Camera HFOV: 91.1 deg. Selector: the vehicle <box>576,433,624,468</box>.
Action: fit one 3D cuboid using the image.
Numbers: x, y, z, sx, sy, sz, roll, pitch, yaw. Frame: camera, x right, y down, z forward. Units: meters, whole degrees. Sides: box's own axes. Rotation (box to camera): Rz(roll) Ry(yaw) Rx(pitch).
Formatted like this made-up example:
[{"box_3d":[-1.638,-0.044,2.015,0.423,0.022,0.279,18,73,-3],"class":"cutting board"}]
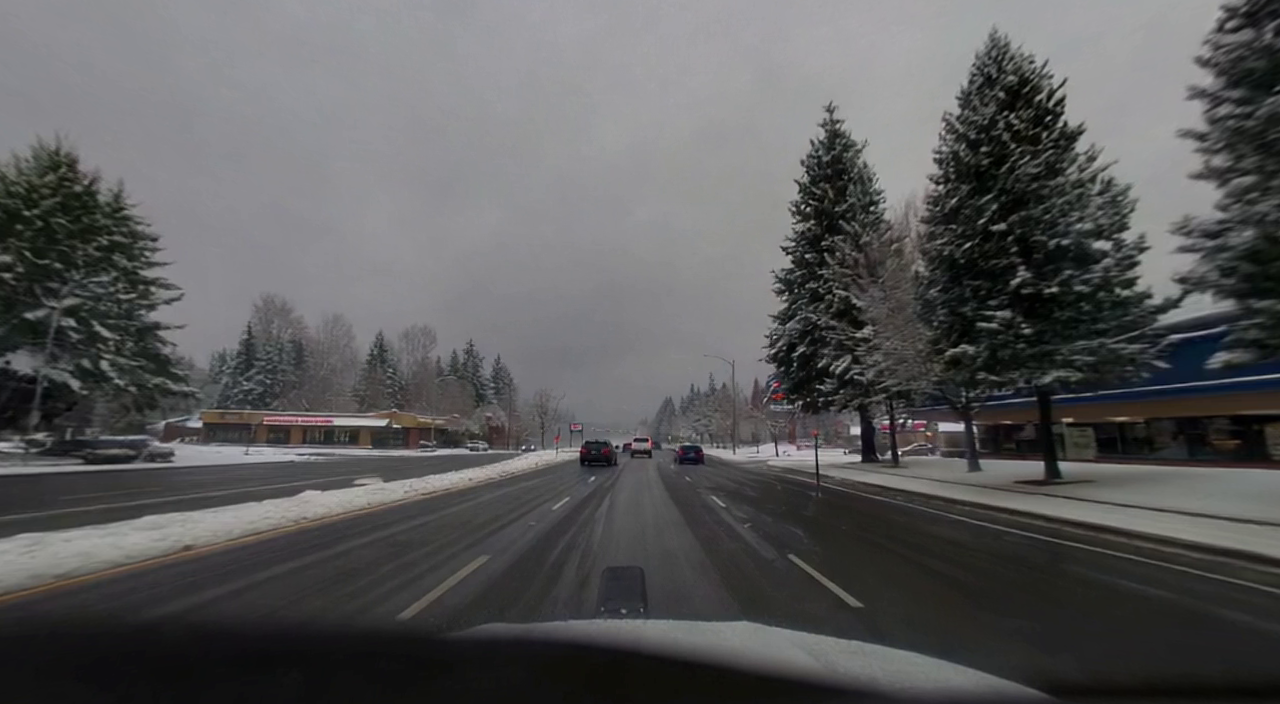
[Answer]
[{"box_3d":[-2.290,5.832,37.398,2.222,1.899,5.006,0,-8,4],"class":"vehicle"}]
